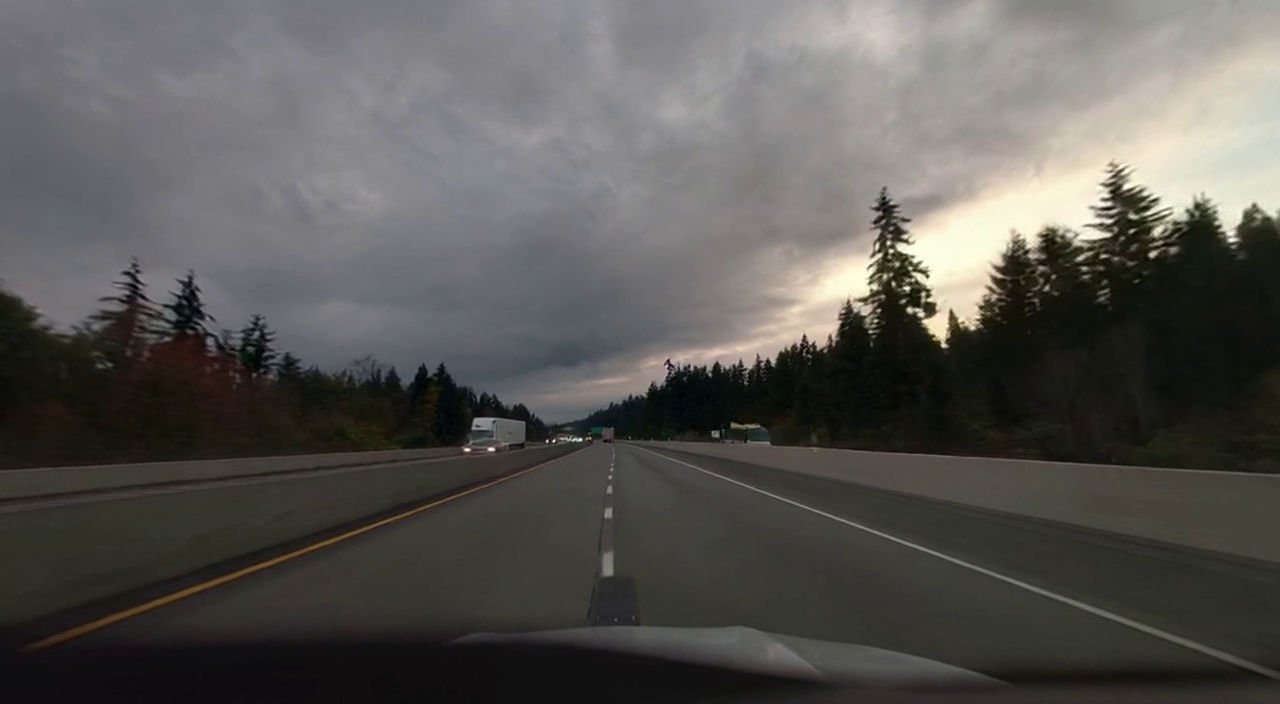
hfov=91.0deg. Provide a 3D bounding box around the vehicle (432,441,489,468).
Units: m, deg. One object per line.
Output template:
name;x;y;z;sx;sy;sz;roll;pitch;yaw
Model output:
vehicle;-10.290;5.896;36.485;2.094;1.476;4.661;0;-8;-2
